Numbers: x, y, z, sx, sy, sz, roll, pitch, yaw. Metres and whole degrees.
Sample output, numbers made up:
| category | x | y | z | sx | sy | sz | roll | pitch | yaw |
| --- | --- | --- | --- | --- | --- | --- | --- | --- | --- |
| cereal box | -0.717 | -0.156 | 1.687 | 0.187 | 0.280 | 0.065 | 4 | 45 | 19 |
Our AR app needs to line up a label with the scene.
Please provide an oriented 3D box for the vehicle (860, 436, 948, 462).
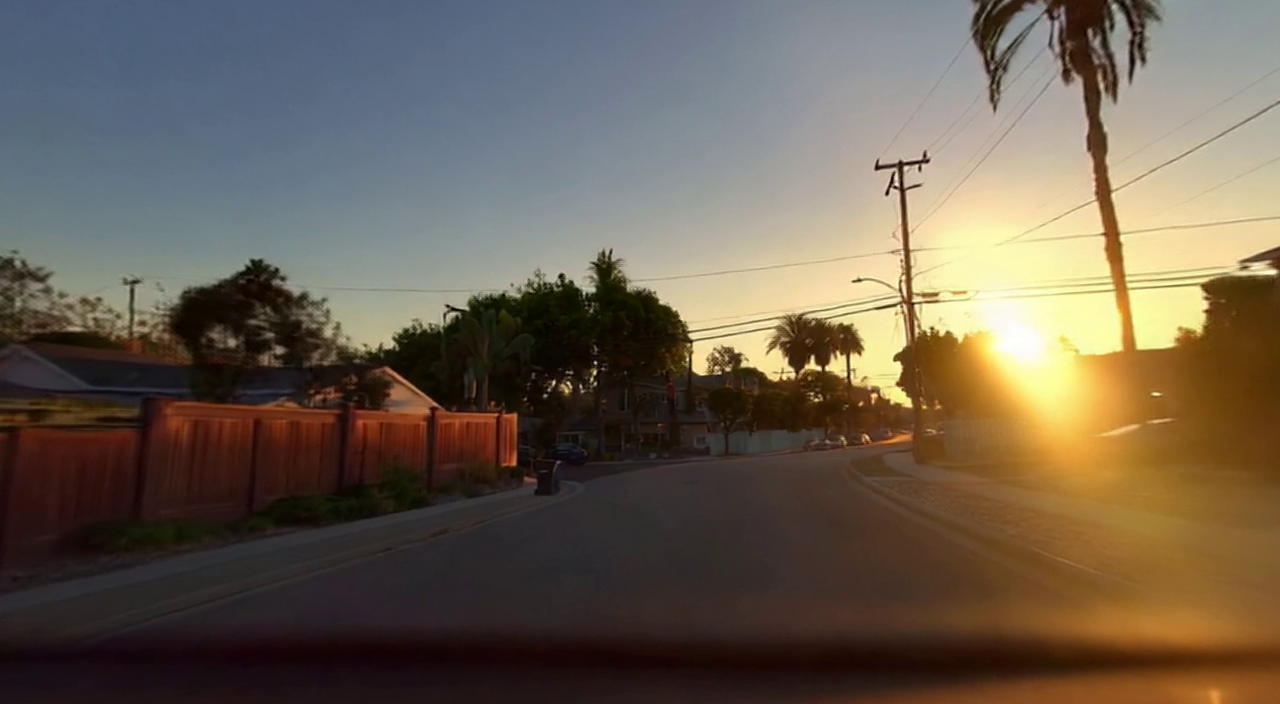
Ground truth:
| category | x | y | z | sx | sy | sz | roll | pitch | yaw |
| --- | --- | --- | --- | --- | --- | --- | --- | --- | --- |
| vehicle | 15.304 | 5.654 | 36.770 | 4.531 | 1.447 | 1.814 | -4 | -10 | 21 |

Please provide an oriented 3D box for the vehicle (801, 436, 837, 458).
| category | x | y | z | sx | sy | sz | roll | pitch | yaw |
| --- | --- | --- | --- | --- | --- | --- | --- | --- | --- |
| vehicle | 14.128 | 7.485 | 49.647 | 1.955 | 1.632 | 3.688 | -4 | -9 | 26 |

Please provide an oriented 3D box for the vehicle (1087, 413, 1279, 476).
| category | x | y | z | sx | sy | sz | roll | pitch | yaw |
| --- | --- | --- | --- | --- | --- | --- | --- | --- | --- |
| vehicle | 14.557 | 2.354 | 16.083 | 4.641 | 1.498 | 2.001 | -1 | -9 | 8 |
